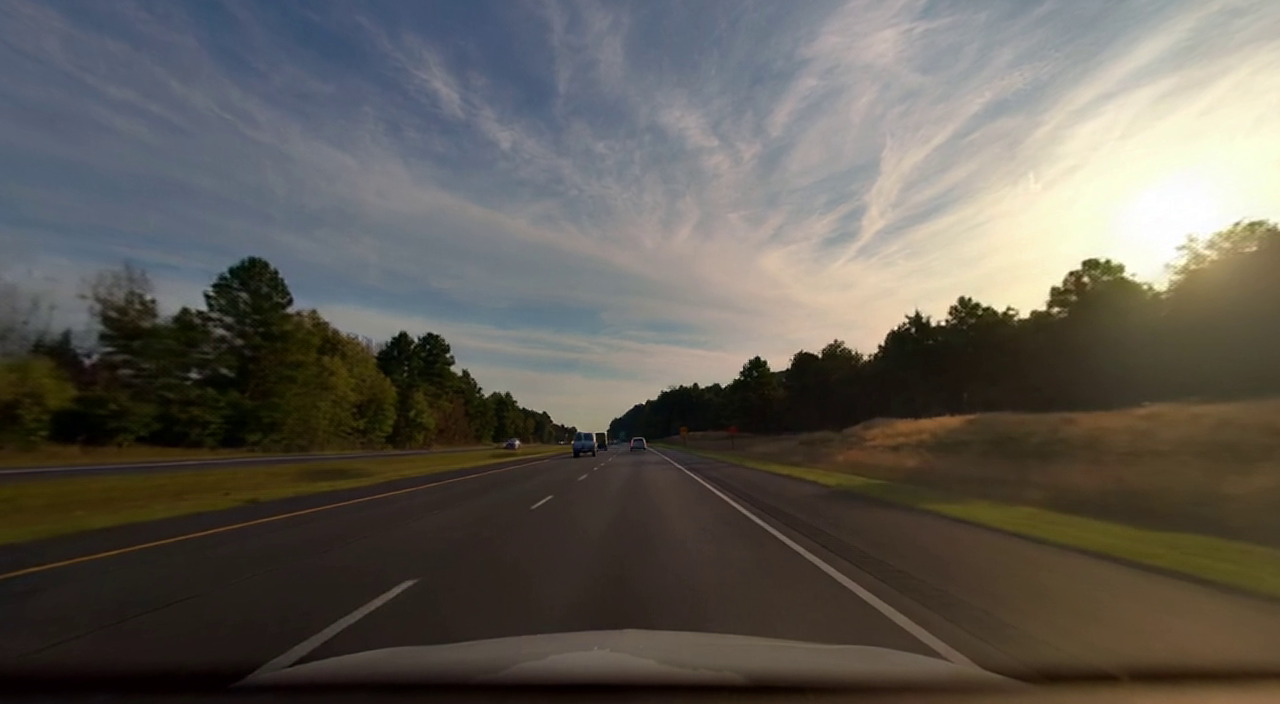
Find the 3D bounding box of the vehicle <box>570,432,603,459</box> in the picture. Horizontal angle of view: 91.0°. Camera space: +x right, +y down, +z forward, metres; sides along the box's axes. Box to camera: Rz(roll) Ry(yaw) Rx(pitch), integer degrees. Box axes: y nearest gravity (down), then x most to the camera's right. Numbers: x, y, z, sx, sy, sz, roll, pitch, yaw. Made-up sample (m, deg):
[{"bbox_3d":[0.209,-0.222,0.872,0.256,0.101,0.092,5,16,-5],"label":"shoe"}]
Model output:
[{"bbox_3d":[-4.175,7.362,49.784,2.241,2.034,4.890,0,-8,0],"label":"vehicle"}]
